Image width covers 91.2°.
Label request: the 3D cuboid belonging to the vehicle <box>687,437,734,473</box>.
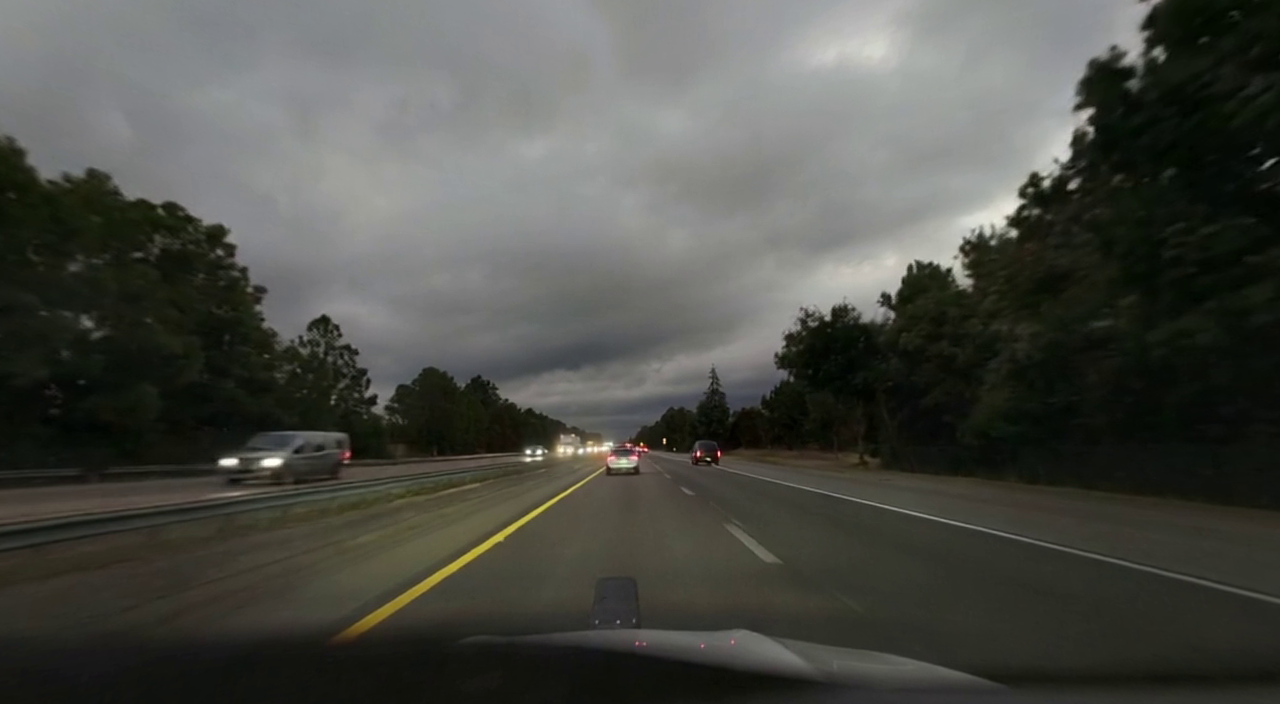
[{"bbox_3d":[4.006,5.969,36.486,2.179,1.930,4.538,0,-9,-1],"label":"vehicle"}]

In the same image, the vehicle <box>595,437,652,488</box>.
[{"bbox_3d":[-0.566,4.129,23.665,1.963,1.711,4.284,0,-9,0],"label":"vehicle"}]

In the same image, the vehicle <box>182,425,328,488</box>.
[{"bbox_3d":[-13.515,3.711,22.487,2.153,1.980,4.811,0,-9,0],"label":"vehicle"}]
